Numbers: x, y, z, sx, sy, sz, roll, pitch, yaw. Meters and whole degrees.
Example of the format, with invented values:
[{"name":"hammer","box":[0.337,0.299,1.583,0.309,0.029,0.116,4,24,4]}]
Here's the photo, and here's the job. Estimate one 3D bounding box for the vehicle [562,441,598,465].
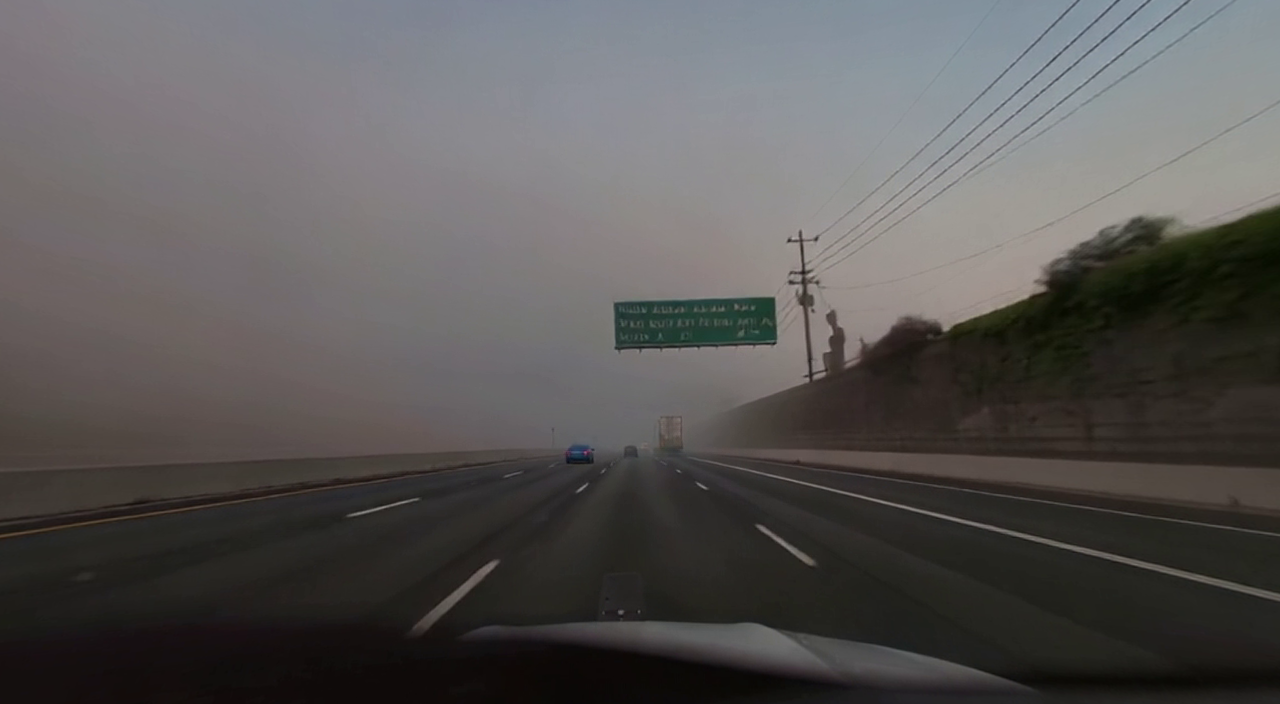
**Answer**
[{"name":"vehicle","box":[-3.970,6.770,42.396,2.009,1.533,4.175,0,-9,0]}]
